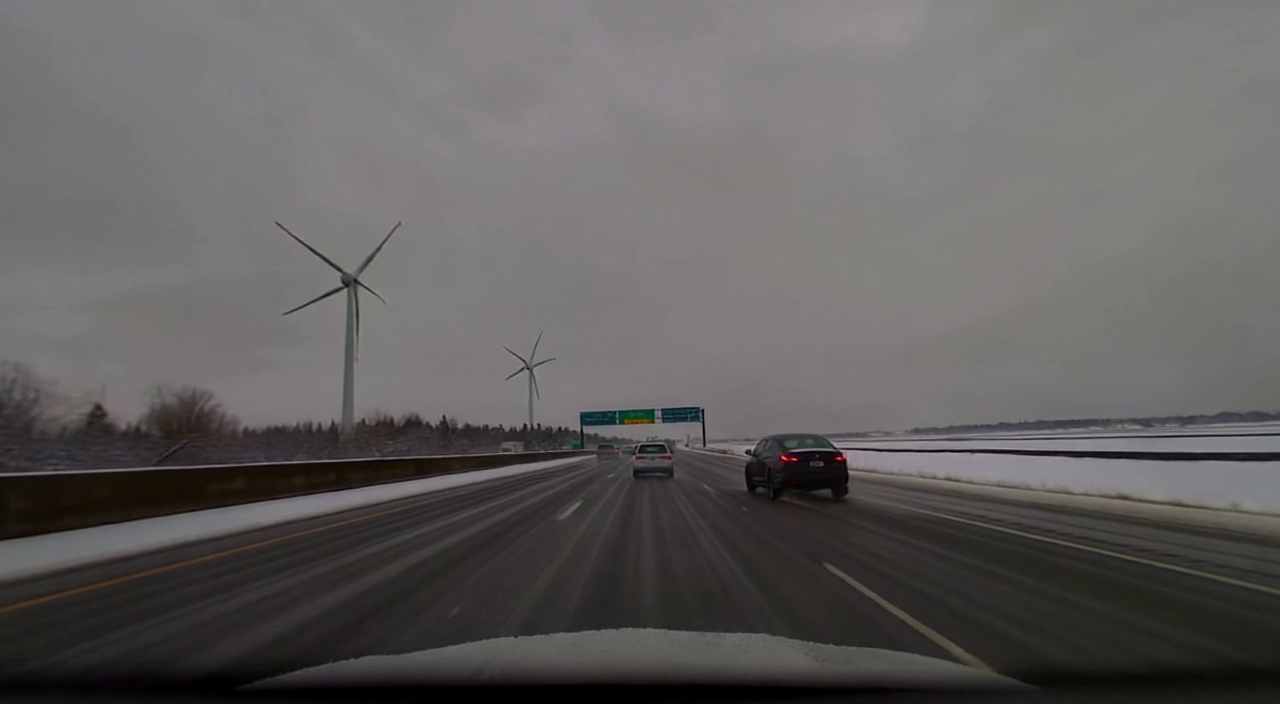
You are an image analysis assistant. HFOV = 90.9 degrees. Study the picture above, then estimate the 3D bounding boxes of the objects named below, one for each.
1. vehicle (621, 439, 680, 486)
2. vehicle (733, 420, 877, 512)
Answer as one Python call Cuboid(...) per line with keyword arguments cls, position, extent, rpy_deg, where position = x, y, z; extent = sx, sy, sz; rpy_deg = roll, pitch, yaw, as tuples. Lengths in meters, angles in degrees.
Cuboid(cls="vehicle", position=(0.363, 4.237, 24.350), extent=(2.083, 1.653, 3.787), rpy_deg=(0, -9, 0))
Cuboid(cls="vehicle", position=(3.783, 2.741, 15.559), extent=(2.104, 1.861, 4.956), rpy_deg=(0, -9, -1))
